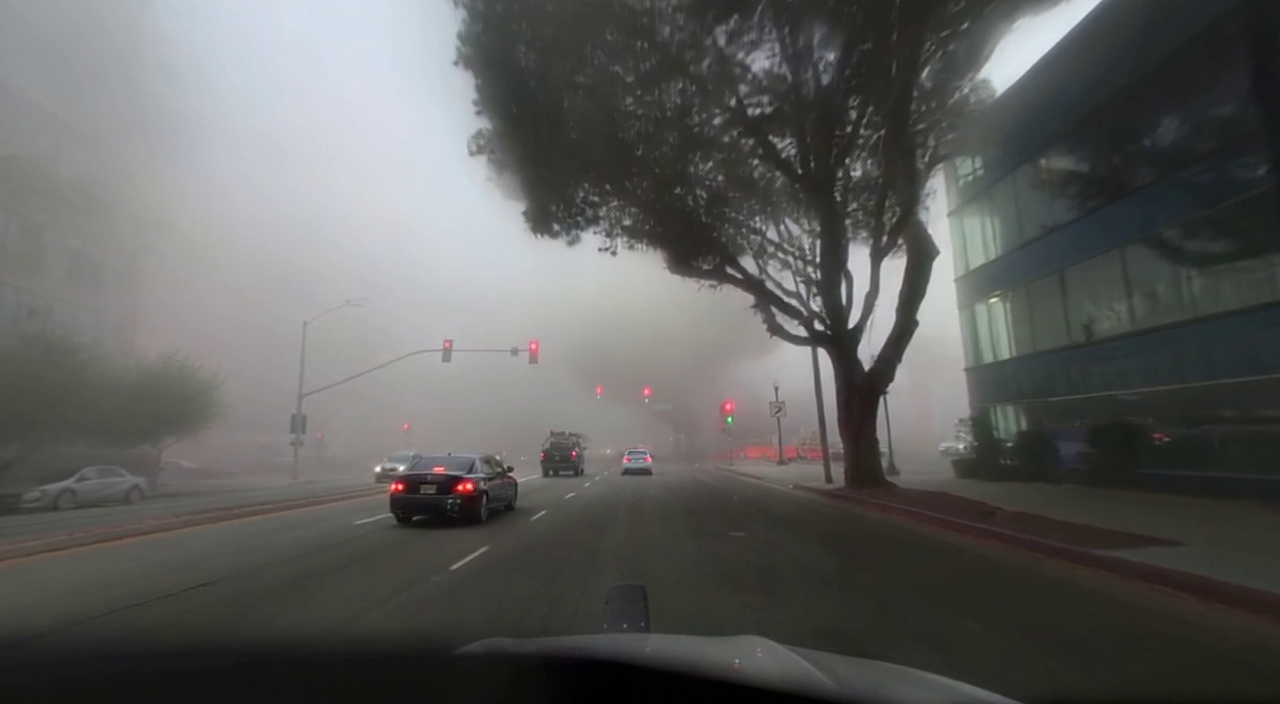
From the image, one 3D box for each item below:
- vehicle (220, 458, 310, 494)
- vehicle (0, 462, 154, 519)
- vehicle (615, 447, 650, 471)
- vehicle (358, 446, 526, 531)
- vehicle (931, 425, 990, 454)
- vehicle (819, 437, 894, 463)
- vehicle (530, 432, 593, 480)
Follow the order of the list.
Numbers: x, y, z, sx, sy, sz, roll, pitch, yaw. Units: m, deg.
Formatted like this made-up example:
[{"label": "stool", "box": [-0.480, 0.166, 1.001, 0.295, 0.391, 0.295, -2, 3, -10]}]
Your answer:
[{"label": "vehicle", "box": [-19.449, 6.418, 32.950, 1.965, 1.539, 4.461, -5, -9, 1]}, {"label": "vehicle", "box": [-19.466, 4.563, 21.253, 1.993, 1.552, 5.039, -1, -9, 2]}, {"label": "vehicle", "box": [-0.434, 6.950, 41.207, 2.171, 1.422, 4.146, 0, -9, 0]}, {"label": "vehicle", "box": [-3.748, 2.657, 12.944, 1.959, 1.406, 4.527, 0, -9, 0]}, {"label": "vehicle", "box": [23.378, 6.393, 45.813, 2.304, 1.936, 5.023, -9, -12, 43]}, {"label": "vehicle", "box": [13.348, 6.031, 38.952, 4.061, 1.465, 1.803, 2, -8, -18]}, {"label": "vehicle", "box": [-3.578, 4.847, 29.593, 2.240, 2.054, 4.662, 0, -9, 1]}]
